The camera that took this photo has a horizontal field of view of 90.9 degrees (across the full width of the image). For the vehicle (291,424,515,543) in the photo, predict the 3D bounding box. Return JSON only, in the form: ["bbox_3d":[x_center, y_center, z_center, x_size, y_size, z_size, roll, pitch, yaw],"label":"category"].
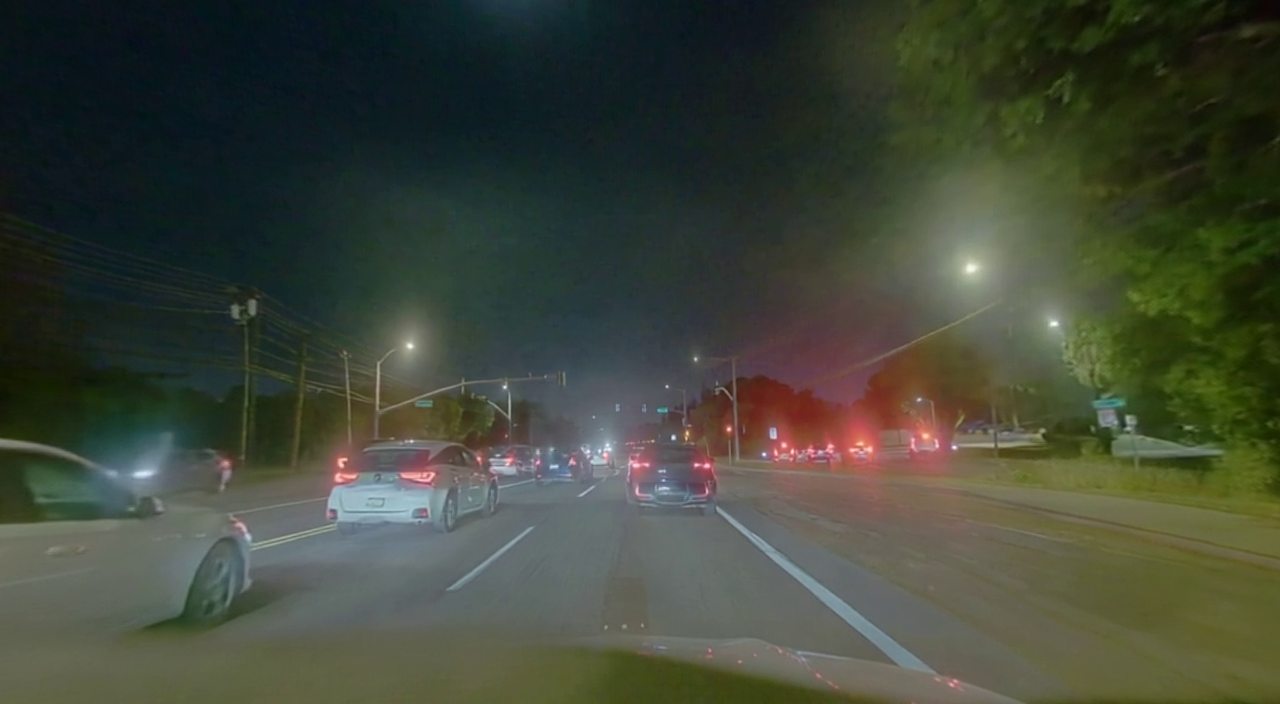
[{"bbox_3d":[-3.744,2.162,11.011,2.018,1.621,4.441,0,-9,2],"label":"vehicle"}]

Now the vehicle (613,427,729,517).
[{"bbox_3d":[0.649,2.589,14.026,2.205,1.691,3.937,0,-9,2],"label":"vehicle"}]

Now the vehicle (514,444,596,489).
[{"bbox_3d":[-2.918,4.051,22.644,2.105,1.436,4.311,-1,-9,4],"label":"vehicle"}]

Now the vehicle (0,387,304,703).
[{"bbox_3d":[-3.808,0.998,3.108,1.999,1.563,4.007,0,-9,1],"label":"vehicle"}]
